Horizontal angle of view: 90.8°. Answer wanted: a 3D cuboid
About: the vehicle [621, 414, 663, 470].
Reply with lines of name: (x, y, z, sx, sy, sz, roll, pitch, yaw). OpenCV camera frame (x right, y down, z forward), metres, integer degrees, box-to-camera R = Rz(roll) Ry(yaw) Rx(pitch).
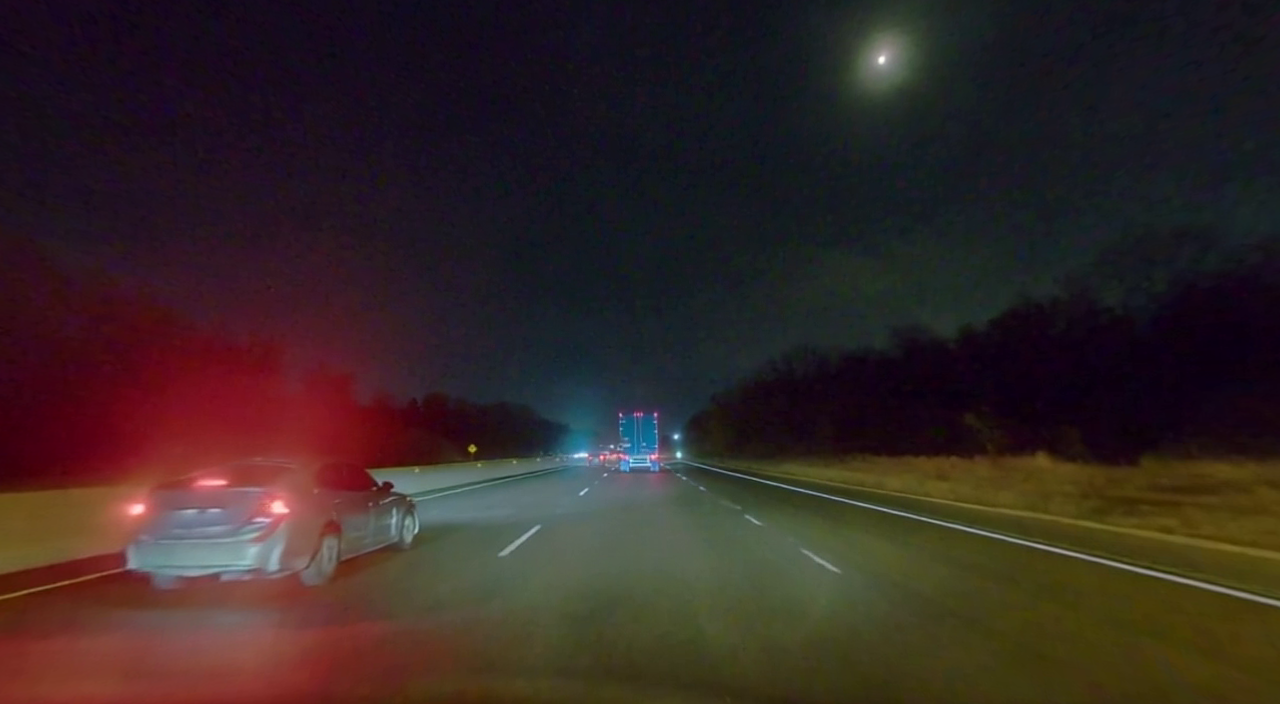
vehicle: (-0.022, 6.897, 47.980, 2.864, 3.805, 9.500, 0, -9, -2)

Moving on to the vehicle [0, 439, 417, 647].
vehicle: (-4.014, 1.673, 6.580, 1.839, 1.451, 4.097, 0, -9, 1)
